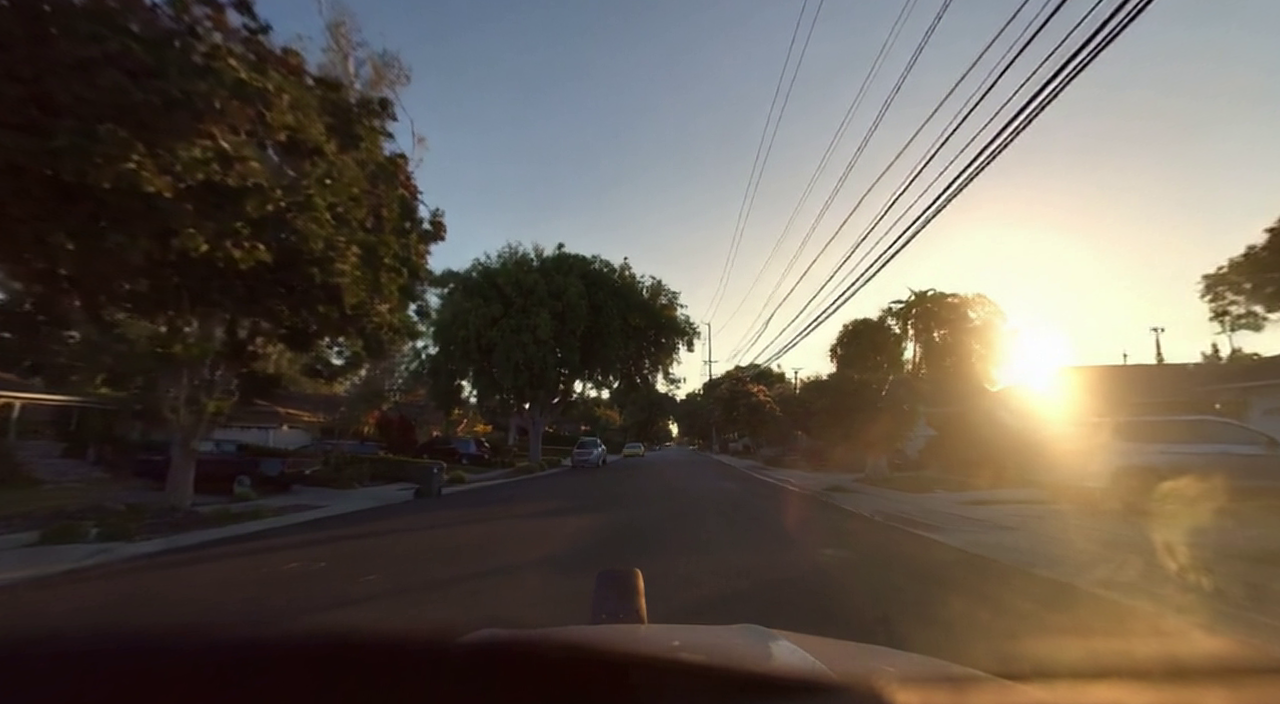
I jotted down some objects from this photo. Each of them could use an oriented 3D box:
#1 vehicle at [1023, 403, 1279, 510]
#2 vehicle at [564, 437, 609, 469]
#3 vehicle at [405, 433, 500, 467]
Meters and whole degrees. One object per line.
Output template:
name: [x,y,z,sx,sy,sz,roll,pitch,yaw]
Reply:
vehicle: [11.133,2.017,12.376,5.693,1.886,2.235,0,-8,4]
vehicle: [-3.920,7.640,47.736,2.739,2.164,6.065,-2,-9,1]
vehicle: [-11.252,5.921,38.230,5.033,1.997,2.126,0,-8,2]
